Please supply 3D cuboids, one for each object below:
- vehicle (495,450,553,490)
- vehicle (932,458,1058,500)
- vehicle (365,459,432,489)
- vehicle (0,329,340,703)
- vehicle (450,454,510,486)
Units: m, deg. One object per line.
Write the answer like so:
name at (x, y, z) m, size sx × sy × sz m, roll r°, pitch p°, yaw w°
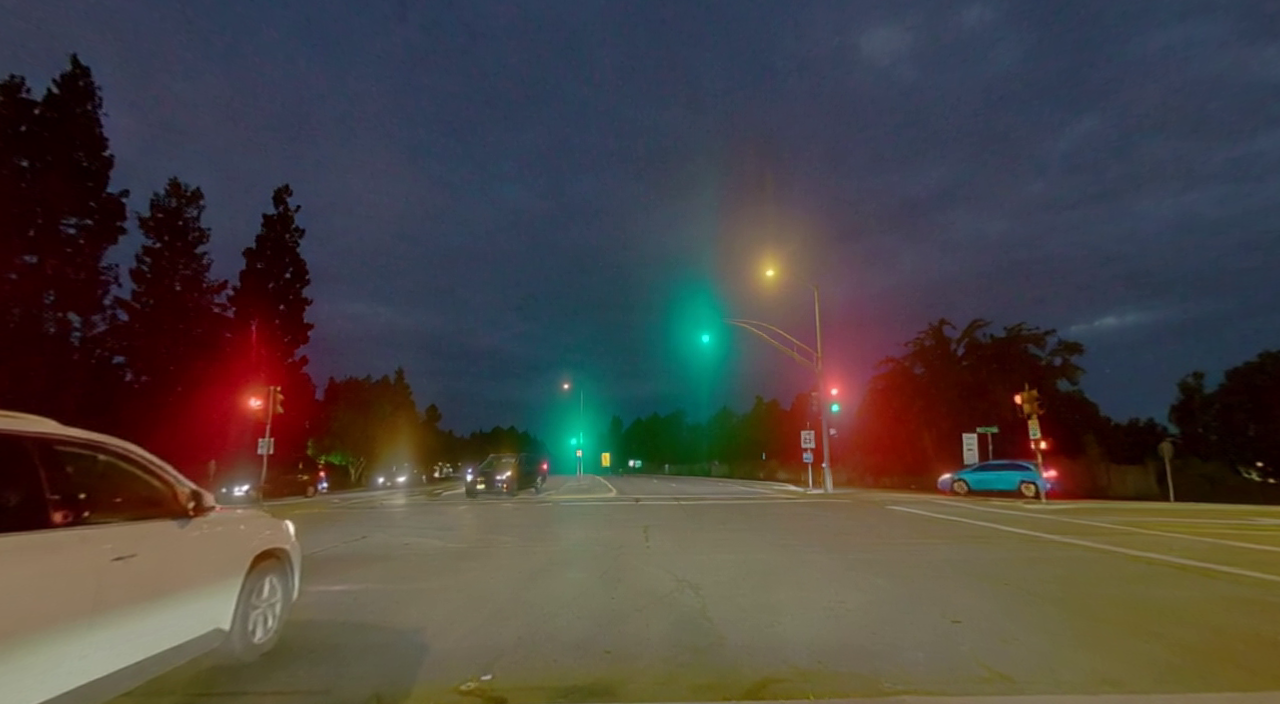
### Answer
vehicle at (-4.774, 4.887, 26.519) m, size 2.107 × 1.456 × 4.728 m, roll 1°, pitch -9°, yaw -7°
vehicle at (15.543, 5.562, 27.843) m, size 4.571 × 1.621 × 2.113 m, roll -5°, pitch -10°, yaw 27°
vehicle at (-17.240, 8.724, 45.242) m, size 2.111 × 1.925 × 4.507 m, roll -3°, pitch -9°, yaw 16°
vehicle at (-3.498, 0.841, 2.568) m, size 2.242 × 1.761 × 4.505 m, roll 0°, pitch -8°, yaw 1°
vehicle at (-8.043, 5.973, 32.076) m, size 1.960 × 1.433 × 4.213 m, roll 0°, pitch -8°, yaw 0°
